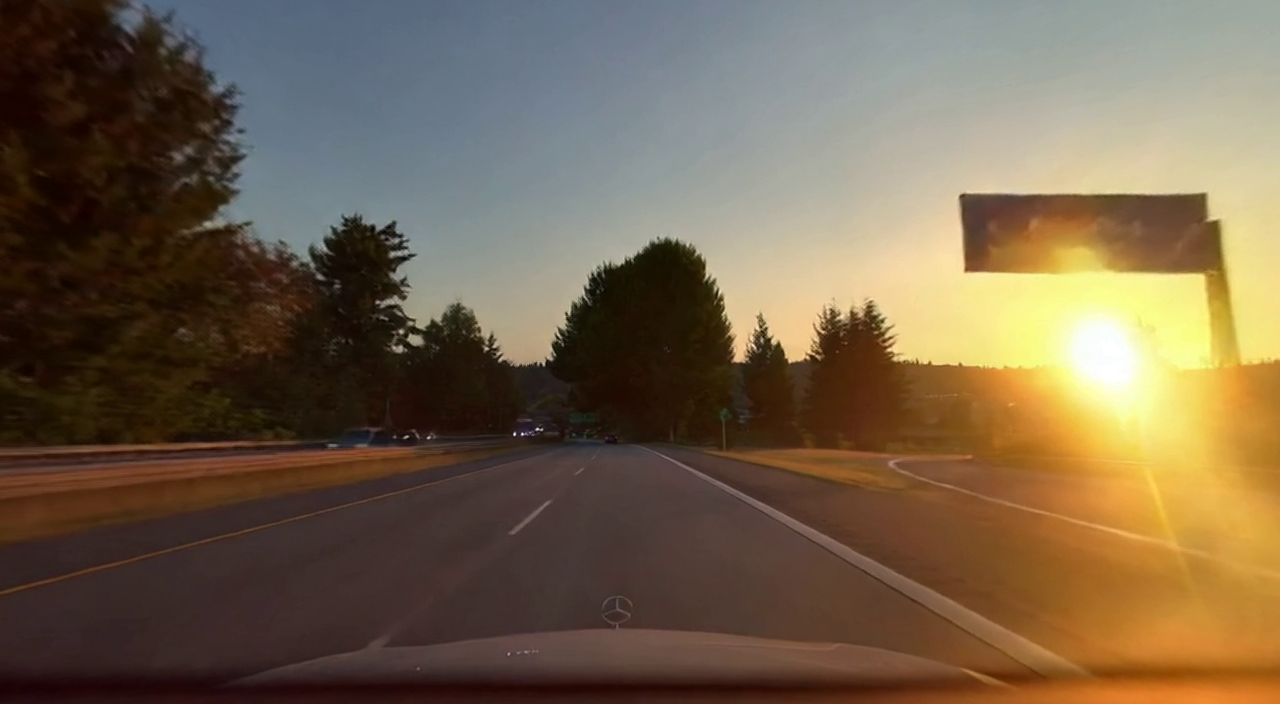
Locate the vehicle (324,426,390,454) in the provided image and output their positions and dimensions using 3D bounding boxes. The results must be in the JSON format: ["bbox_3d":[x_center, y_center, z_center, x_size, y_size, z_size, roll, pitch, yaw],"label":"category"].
[{"bbox_3d":[-16.994,5.296,38.171,1.909,1.545,4.791,0,-7,-2],"label":"vehicle"}]
